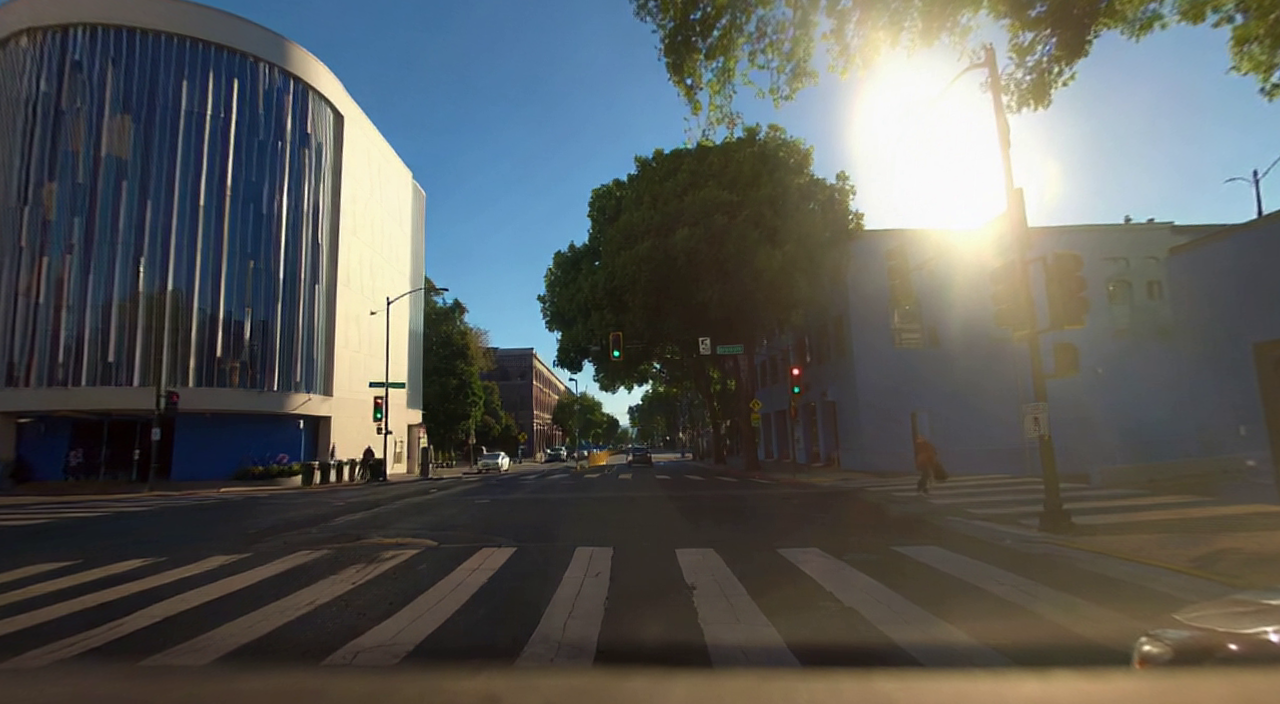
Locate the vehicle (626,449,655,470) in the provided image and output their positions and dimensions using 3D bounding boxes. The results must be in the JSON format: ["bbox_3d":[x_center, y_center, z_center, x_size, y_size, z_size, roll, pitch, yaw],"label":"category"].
[{"bbox_3d":[-0.022,8.247,48.788,2.088,1.452,4.833,0,-8,-2],"label":"vehicle"}]
